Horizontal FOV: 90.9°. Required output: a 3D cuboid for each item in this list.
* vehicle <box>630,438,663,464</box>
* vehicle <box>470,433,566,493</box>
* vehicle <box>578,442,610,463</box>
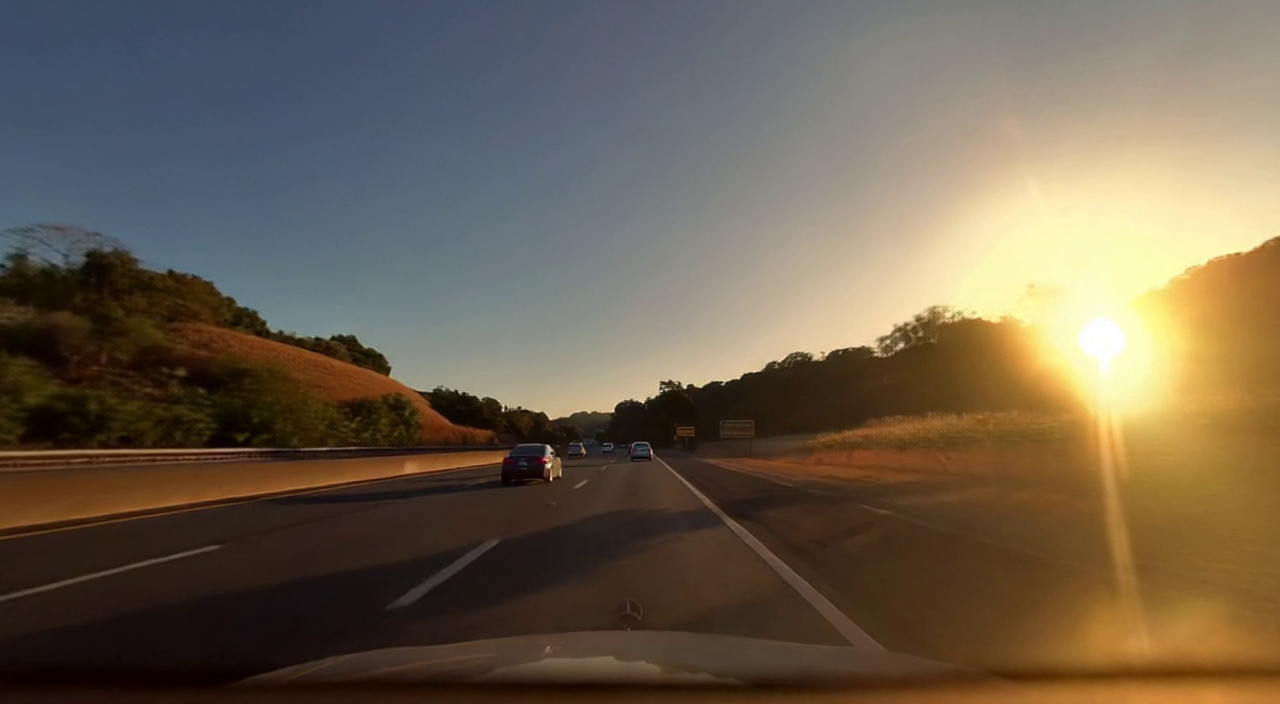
[{"bbox_3d":[0.423,6.983,44.576,2.259,1.697,4.106,0,-8,0],"label":"vehicle"},{"bbox_3d":[-3.684,3.443,19.950,2.028,1.634,4.441,0,-8,1],"label":"vehicle"},{"bbox_3d":[-3.471,7.611,47.919,2.066,1.497,4.253,0,-8,1],"label":"vehicle"}]
